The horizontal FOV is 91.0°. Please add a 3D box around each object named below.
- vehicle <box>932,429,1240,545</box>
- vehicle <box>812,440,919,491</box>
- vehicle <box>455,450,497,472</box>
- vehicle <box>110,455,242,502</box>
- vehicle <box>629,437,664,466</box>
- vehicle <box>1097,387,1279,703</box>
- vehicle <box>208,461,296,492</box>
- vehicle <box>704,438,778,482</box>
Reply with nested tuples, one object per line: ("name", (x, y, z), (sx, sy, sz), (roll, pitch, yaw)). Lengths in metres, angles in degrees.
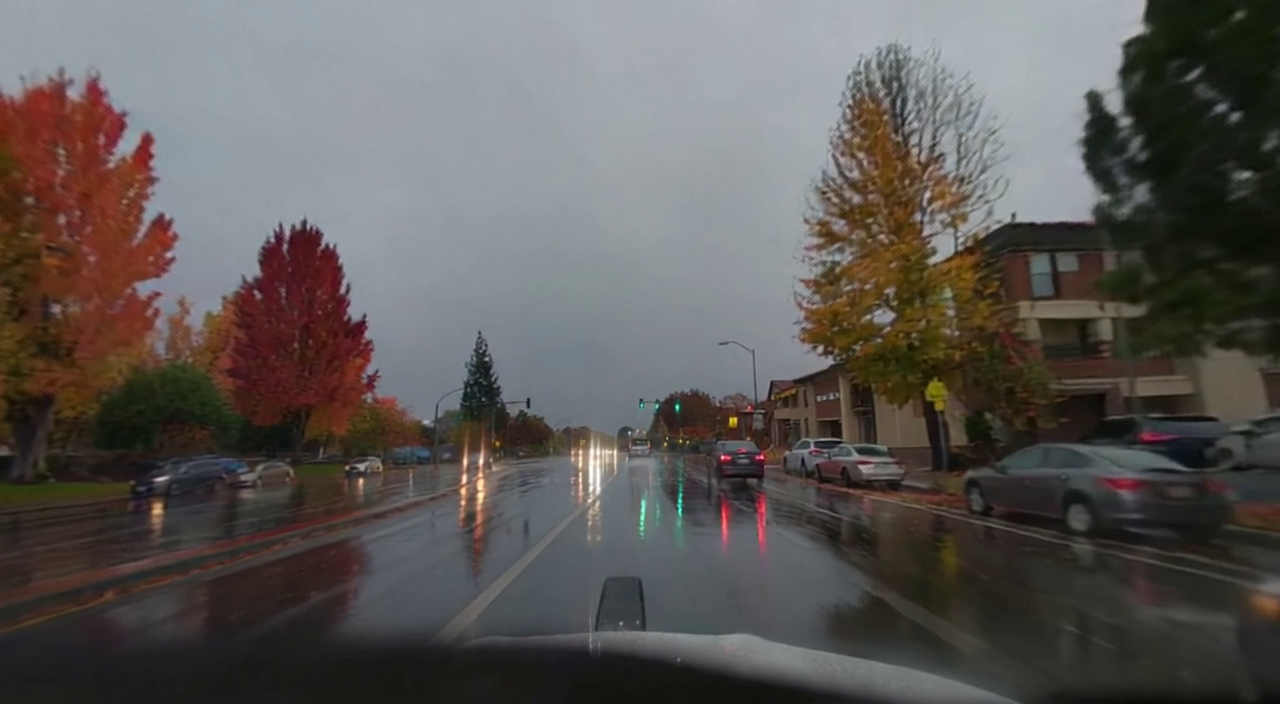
("vehicle", (6.994, 2.137, 10.661), (2.028, 1.532, 4.379), (0, -8, 1))
("vehicle", (7.326, 3.716, 20.993), (1.928, 1.480, 4.464), (0, -8, 1))
("vehicle", (-12.177, 8.093, 47.017), (1.988, 1.508, 4.650), (0, -8, -1))
("vehicle", (-21.895, 5.929, 30.083), (2.142, 1.900, 5.489), (0, -8, 0))
("vehicle", (0.444, 6.717, 42.628), (2.239, 1.856, 4.815), (0, -8, 0))
("vehicle", (3.299, 0.666, 0.830), (1.977, 1.498, 4.521), (0, -8, 0))
("vehicle", (-21.929, 7.025, 35.826), (1.930, 1.542, 4.817), (0, -8, 0))
("vehicle", (3.868, 4.213, 24.909), (2.178, 1.546, 4.311), (0, -8, 0))
